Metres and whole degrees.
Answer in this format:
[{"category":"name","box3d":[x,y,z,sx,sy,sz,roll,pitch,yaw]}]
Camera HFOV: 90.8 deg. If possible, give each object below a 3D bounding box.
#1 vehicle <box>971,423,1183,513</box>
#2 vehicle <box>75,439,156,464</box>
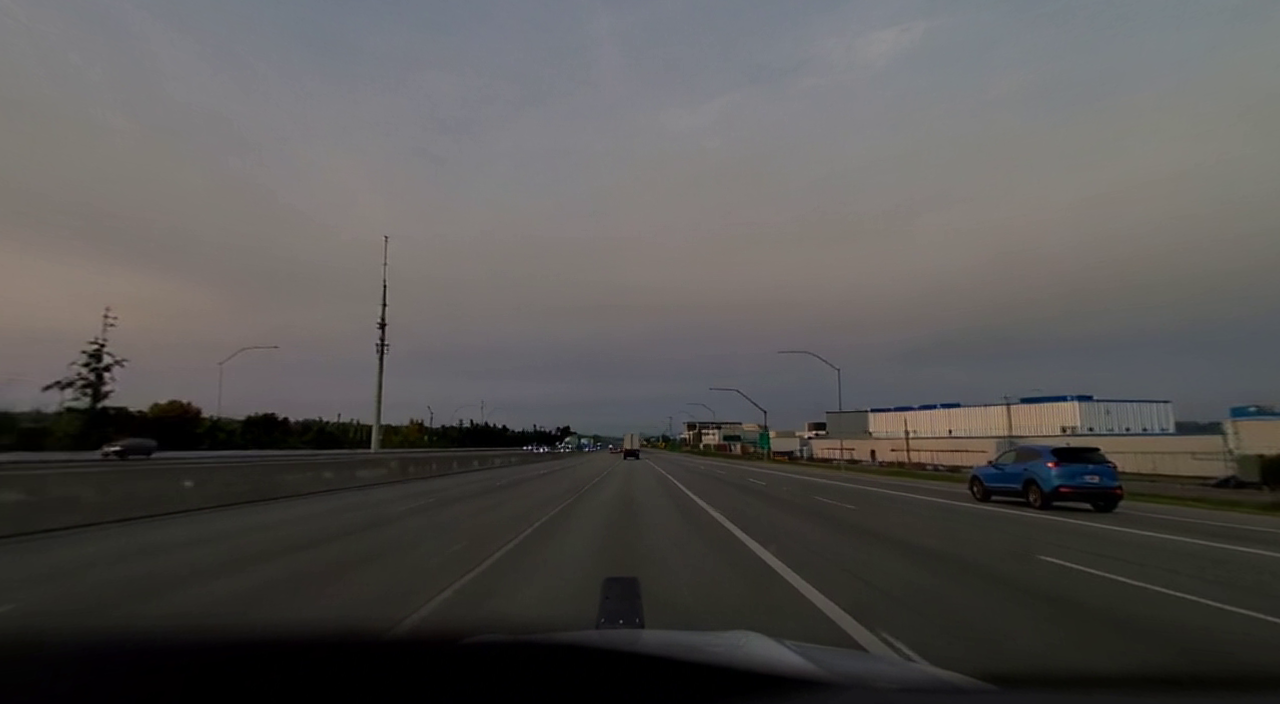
[{"category":"vehicle","box3d":[12.888,3.445,19.261,2.411,2.326,5.300,0,-9,-2]},{"category":"vehicle","box3d":[-37.264,7.089,44.956,2.001,1.644,4.350,0,-9,0]}]
